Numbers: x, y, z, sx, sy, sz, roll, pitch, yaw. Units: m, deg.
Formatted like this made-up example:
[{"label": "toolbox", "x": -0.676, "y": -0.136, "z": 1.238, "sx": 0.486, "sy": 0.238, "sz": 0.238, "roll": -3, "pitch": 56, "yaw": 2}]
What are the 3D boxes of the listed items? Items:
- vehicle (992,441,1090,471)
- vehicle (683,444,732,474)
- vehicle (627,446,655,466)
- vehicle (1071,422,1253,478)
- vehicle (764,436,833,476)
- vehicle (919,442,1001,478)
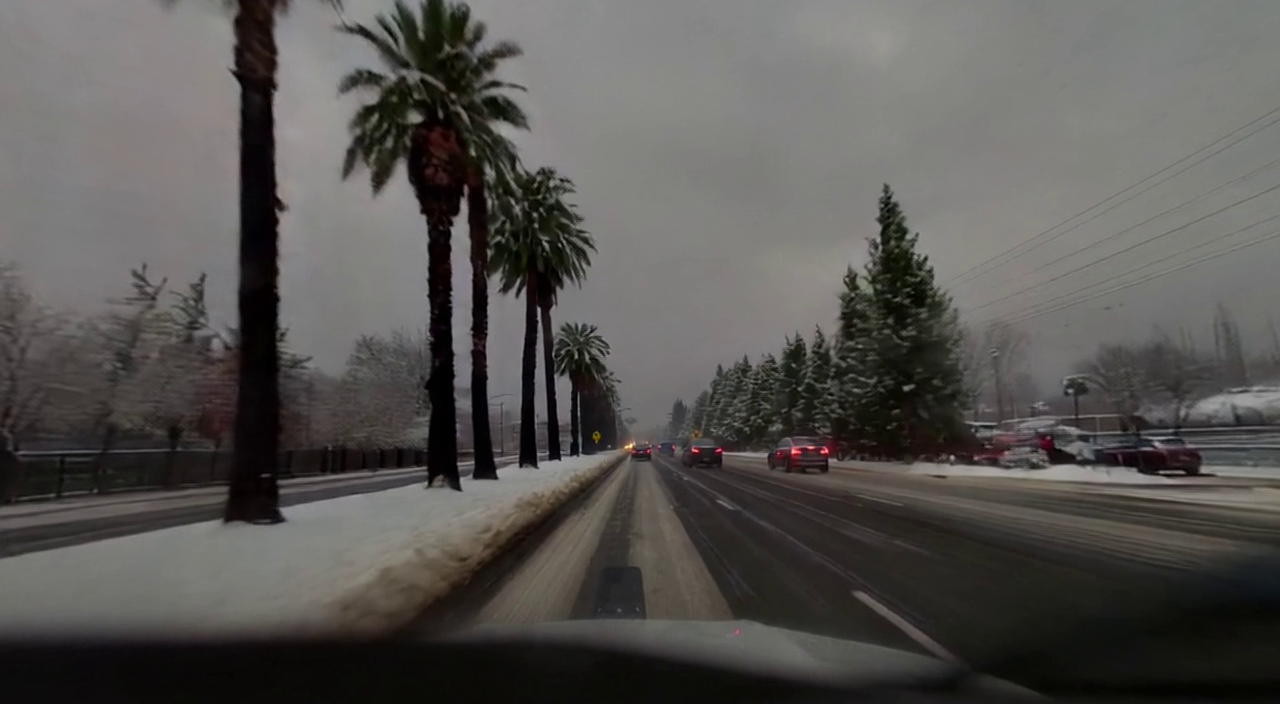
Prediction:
[{"label": "vehicle", "x": 20.999, "y": 5.468, "z": 33.379, "sx": 1.822, "sy": 1.456, "sz": 4.860, "roll": 0, "pitch": -8, "yaw": -2}, {"label": "vehicle", "x": 3.405, "y": 5.482, "z": 32.645, "sx": 1.875, "sy": 1.452, "sz": 4.453, "roll": 0, "pitch": -8, "yaw": -2}, {"label": "vehicle", "x": 0.027, "y": 7.832, "z": 47.803, "sx": 2.031, "sy": 1.444, "sz": 4.361, "roll": 0, "pitch": -8, "yaw": -1}, {"label": "vehicle", "x": 21.088, "y": 4.012, "z": 26.022, "sx": 2.304, "sy": 2.044, "sz": 5.894, "roll": 0, "pitch": -8, "yaw": -2}, {"label": "vehicle", "x": 7.087, "y": 4.688, "z": 28.642, "sx": 1.916, "sy": 1.646, "sz": 4.258, "roll": 0, "pitch": -8, "yaw": -1}, {"label": "vehicle", "x": 14.501, "y": 4.899, "z": 28.849, "sx": 1.743, "sy": 1.505, "sz": 3.682, "roll": 0, "pitch": -8, "yaw": -1}]
